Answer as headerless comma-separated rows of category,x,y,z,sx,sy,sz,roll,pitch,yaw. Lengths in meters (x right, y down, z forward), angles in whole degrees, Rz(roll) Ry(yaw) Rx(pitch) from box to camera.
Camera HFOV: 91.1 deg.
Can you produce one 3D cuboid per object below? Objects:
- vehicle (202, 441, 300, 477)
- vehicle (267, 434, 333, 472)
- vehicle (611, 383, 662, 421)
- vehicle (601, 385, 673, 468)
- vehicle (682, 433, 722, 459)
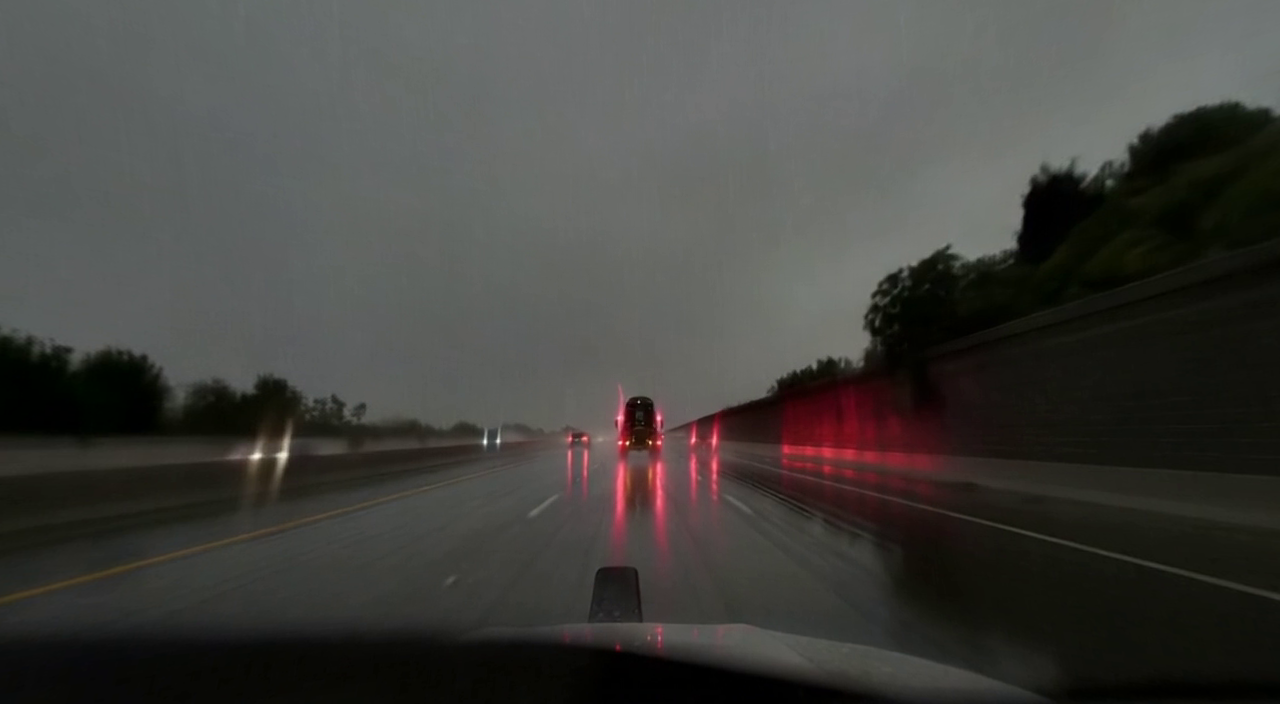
vehicle,-18.357,5.057,29.967,1.830,1.521,4.495,0,-8,0
vehicle,-18.339,5.437,34.040,1.741,1.925,3.045,0,-8,1
vehicle,-0.171,2.317,28.118,2.112,1.472,4.240,0,-8,-1
vehicle,-0.307,3.966,32.764,2.953,3.406,13.372,0,-8,-2
vehicle,3.767,5.773,38.930,1.910,1.492,4.324,0,-8,-1
